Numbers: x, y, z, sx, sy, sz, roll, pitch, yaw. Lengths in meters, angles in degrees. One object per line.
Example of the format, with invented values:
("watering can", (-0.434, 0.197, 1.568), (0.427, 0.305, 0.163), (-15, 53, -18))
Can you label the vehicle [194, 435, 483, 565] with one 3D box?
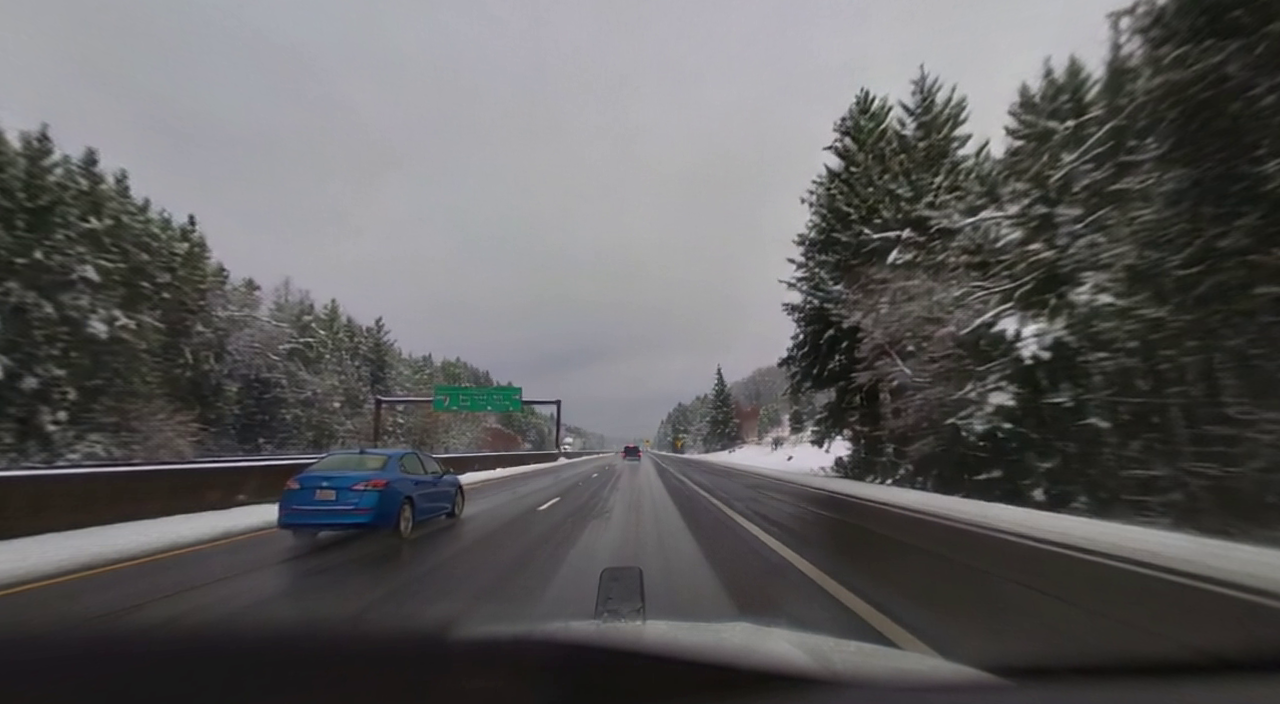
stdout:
("vehicle", (-4.070, 2.065, 9.650), (2.157, 1.483, 4.601), (0, -8, 0))

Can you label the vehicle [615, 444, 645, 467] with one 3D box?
("vehicle", (-0.696, 7.397, 45.103), (2.011, 1.590, 3.607), (0, -8, 0))
